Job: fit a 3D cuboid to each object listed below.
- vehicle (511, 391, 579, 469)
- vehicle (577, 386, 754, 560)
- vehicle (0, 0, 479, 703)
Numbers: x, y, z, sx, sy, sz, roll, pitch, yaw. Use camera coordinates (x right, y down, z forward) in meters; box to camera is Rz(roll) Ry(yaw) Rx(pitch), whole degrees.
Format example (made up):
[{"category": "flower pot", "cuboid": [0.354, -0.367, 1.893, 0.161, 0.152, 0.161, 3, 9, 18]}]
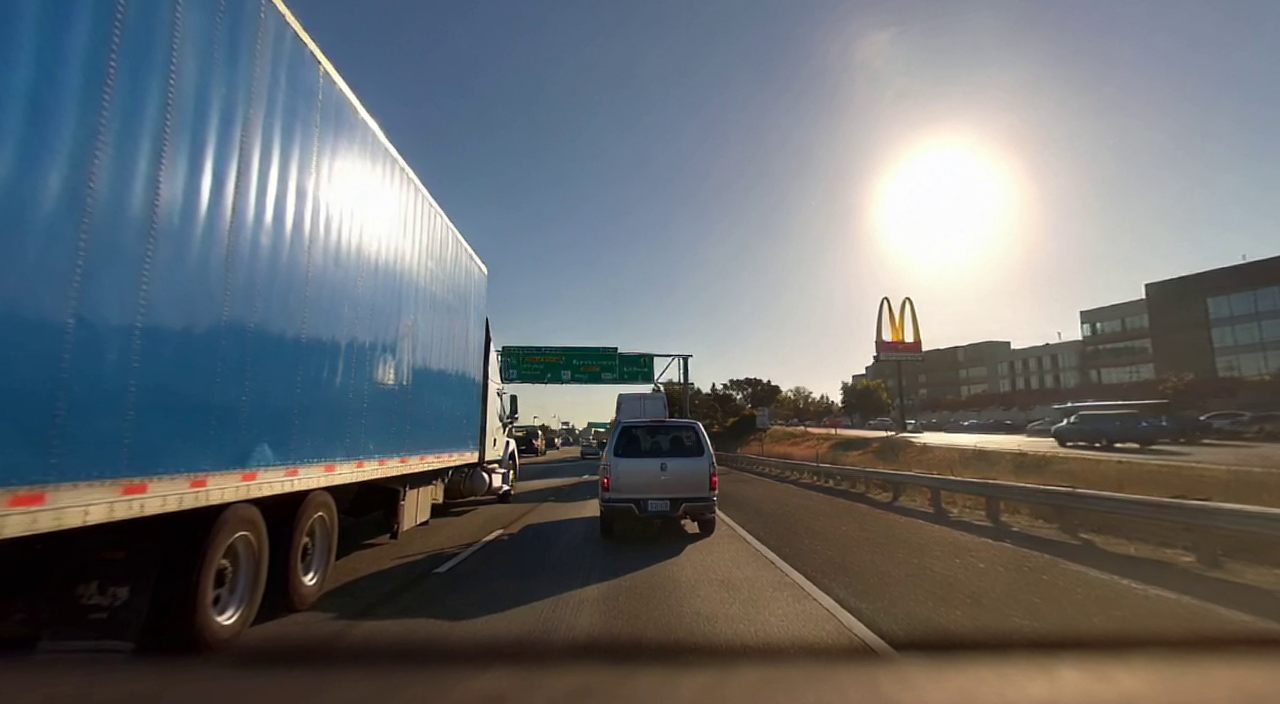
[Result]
[{"category": "vehicle", "cuboid": [-4.837, 4.322, 33.976, 2.617, 3.604, 9.499, 0, -9, -3]}, {"category": "vehicle", "cuboid": [0.178, 1.645, 9.082, 1.947, 1.910, 4.040, 0, -9, -3]}, {"category": "vehicle", "cuboid": [-3.955, 0.383, 5.775, 2.814, 3.513, 8.529, 0, -9, -1]}]
